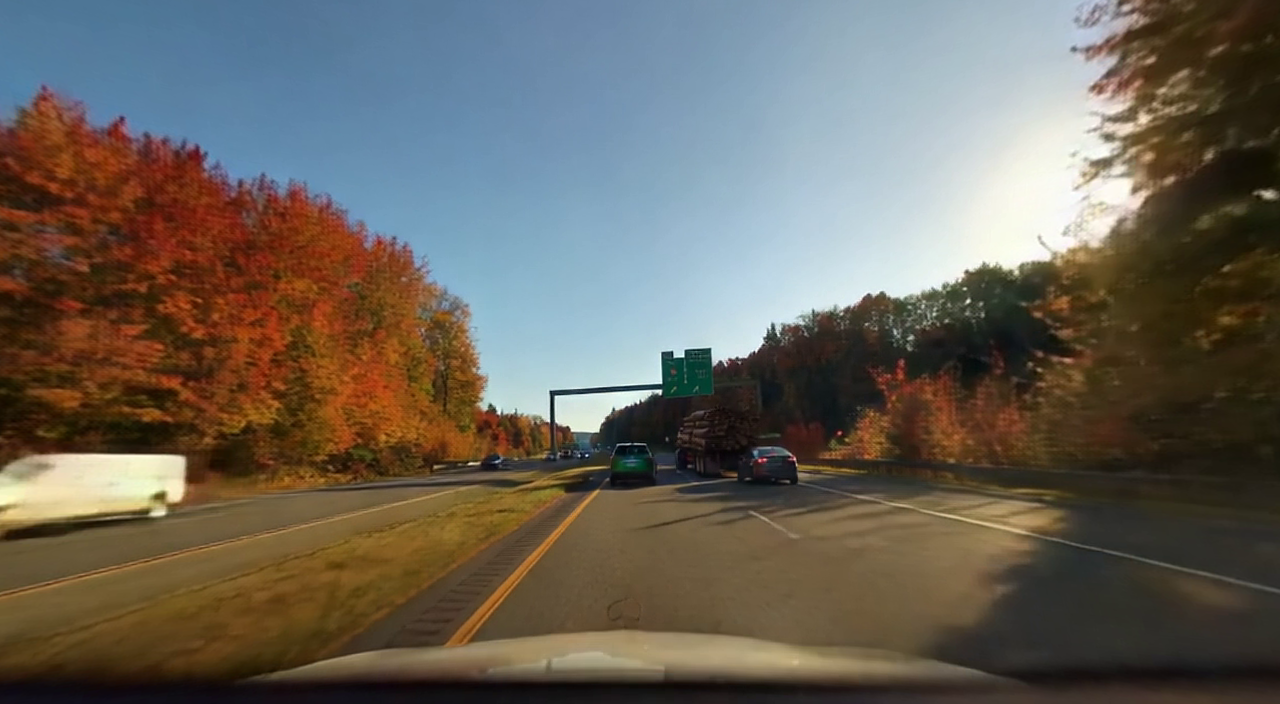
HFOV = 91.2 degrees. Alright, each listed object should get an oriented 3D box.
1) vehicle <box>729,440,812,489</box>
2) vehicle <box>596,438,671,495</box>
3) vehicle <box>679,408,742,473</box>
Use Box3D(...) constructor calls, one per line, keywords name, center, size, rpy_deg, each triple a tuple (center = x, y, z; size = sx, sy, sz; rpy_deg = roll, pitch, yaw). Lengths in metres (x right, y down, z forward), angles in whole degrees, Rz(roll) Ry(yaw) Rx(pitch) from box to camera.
Box3D(name="vehicle", center=(4.826, 4.221, 23.914), size=(2.057, 1.660, 4.525), rpy_deg=(0, -9, -2))
Box3D(name="vehicle", center=(-0.207, 3.790, 21.052), size=(2.263, 1.699, 3.936), rpy_deg=(0, -9, 0))
Box3D(name="vehicle", center=(4.581, 6.073, 42.709), size=(3.125, 3.895, 8.461), rpy_deg=(0, -9, -1))
